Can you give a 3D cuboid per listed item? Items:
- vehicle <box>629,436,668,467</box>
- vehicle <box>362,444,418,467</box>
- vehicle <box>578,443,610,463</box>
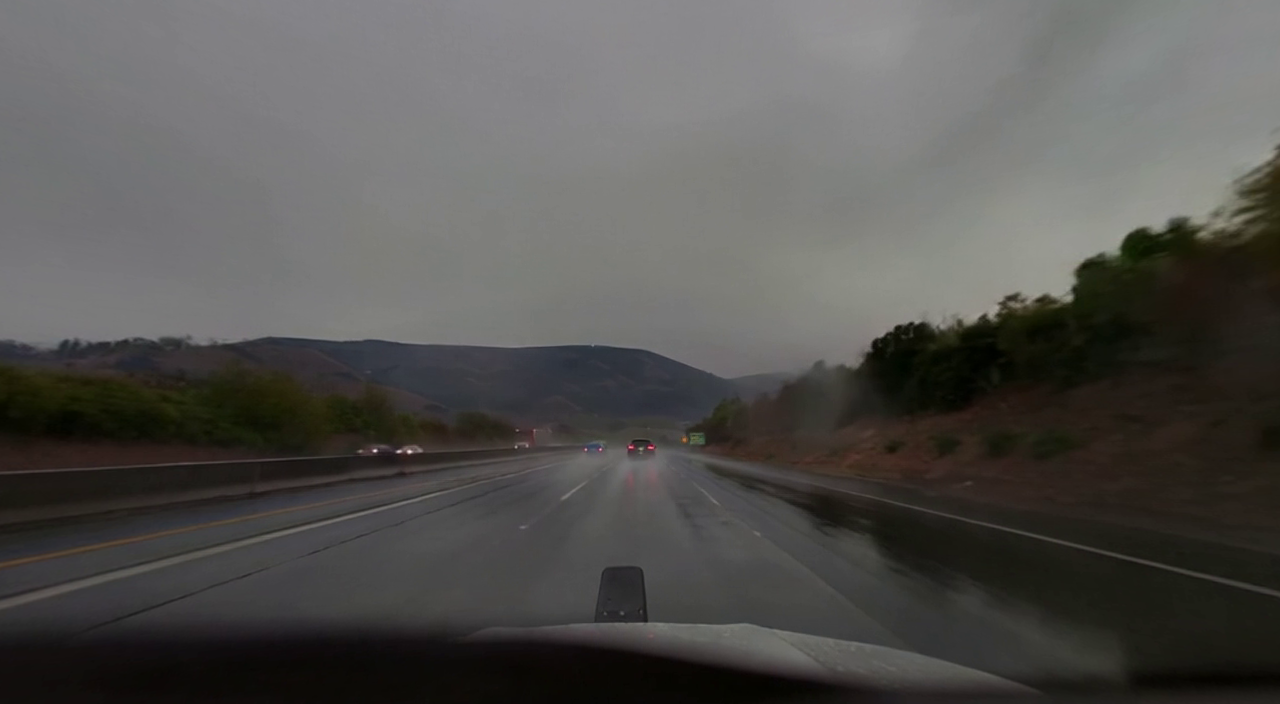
[{"bbox_3d":[0.490,6.239,39.510,2.272,1.836,4.866,0,-8,0],"label":"vehicle"},{"bbox_3d":[-17.557,7.267,44.327,1.939,1.540,4.874,0,-8,0],"label":"vehicle"},{"bbox_3d":[-3.516,7.875,48.962,2.082,1.485,4.237,0,-8,1],"label":"vehicle"}]
